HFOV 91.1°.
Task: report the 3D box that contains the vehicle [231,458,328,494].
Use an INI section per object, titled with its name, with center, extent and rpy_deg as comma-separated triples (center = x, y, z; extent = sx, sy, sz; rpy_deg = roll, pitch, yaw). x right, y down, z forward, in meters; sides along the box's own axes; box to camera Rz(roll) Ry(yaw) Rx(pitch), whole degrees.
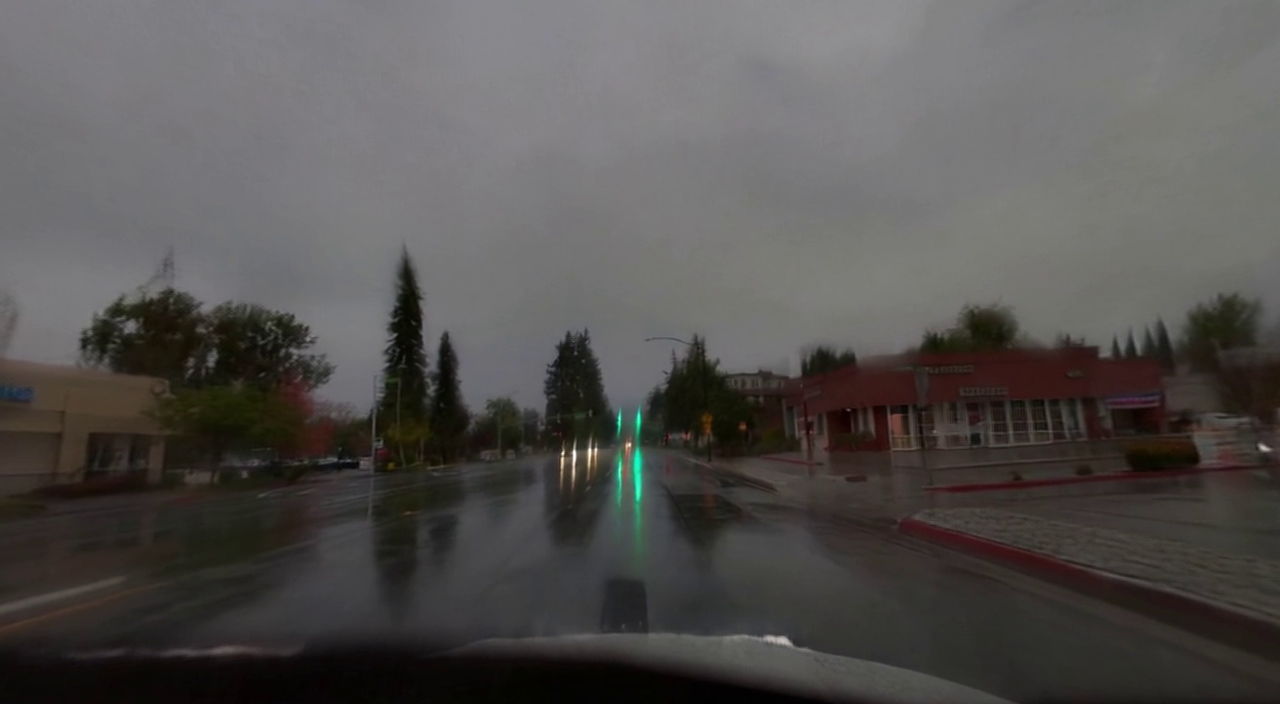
[vehicle]
center = -17.405, 5.972, 30.579
extent = 1.861, 1.541, 4.530
rpy_deg = -1, -9, 3
